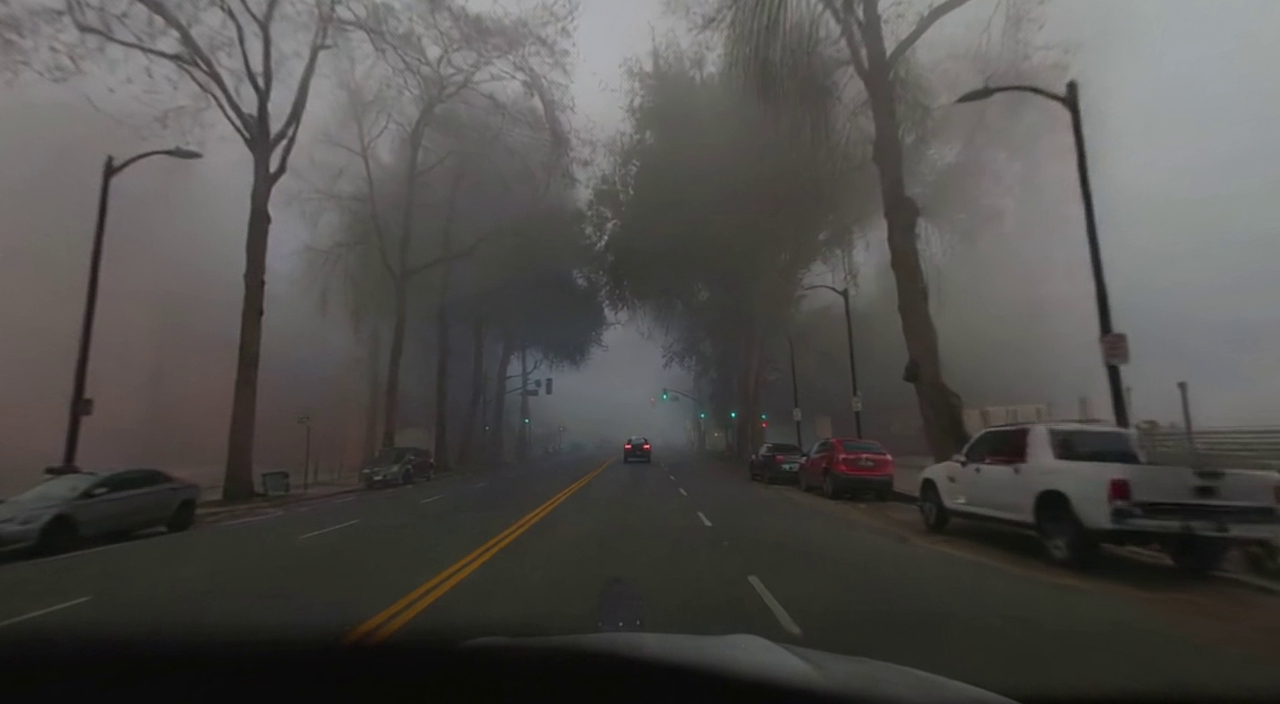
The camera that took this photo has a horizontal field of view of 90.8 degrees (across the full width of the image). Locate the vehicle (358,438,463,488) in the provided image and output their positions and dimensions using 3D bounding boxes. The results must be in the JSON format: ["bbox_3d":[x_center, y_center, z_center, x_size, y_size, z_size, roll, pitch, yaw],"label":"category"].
[{"bbox_3d":[-9.610,4.706,27.086,2.305,1.883,5.580,0,-9,1],"label":"vehicle"}]

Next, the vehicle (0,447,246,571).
[{"bbox_3d":[-10.063,2.650,11.778,1.988,1.718,5.661,0,-8,-2],"label":"vehicle"}]

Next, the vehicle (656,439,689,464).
[{"bbox_3d":[2.120,6.629,42.199,1.998,1.580,4.015,0,-8,-1],"label":"vehicle"}]

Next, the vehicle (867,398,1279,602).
[{"bbox_3d":[5.588,1.794,8.856,2.293,1.830,6.070,0,-9,-3],"label":"vehicle"}]

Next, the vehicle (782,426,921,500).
[{"bbox_3d":[5.724,3.044,17.918,2.070,1.761,4.848,0,-8,-3],"label":"vehicle"}]

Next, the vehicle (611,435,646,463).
[{"bbox_3d":[-0.800,6.883,45.059,2.301,1.854,4.919,0,-8,0],"label":"vehicle"}]

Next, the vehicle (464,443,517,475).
[{"bbox_3d":[-9.976,7.172,42.665,2.048,1.985,6.011,0,-9,0],"label":"vehicle"}]
